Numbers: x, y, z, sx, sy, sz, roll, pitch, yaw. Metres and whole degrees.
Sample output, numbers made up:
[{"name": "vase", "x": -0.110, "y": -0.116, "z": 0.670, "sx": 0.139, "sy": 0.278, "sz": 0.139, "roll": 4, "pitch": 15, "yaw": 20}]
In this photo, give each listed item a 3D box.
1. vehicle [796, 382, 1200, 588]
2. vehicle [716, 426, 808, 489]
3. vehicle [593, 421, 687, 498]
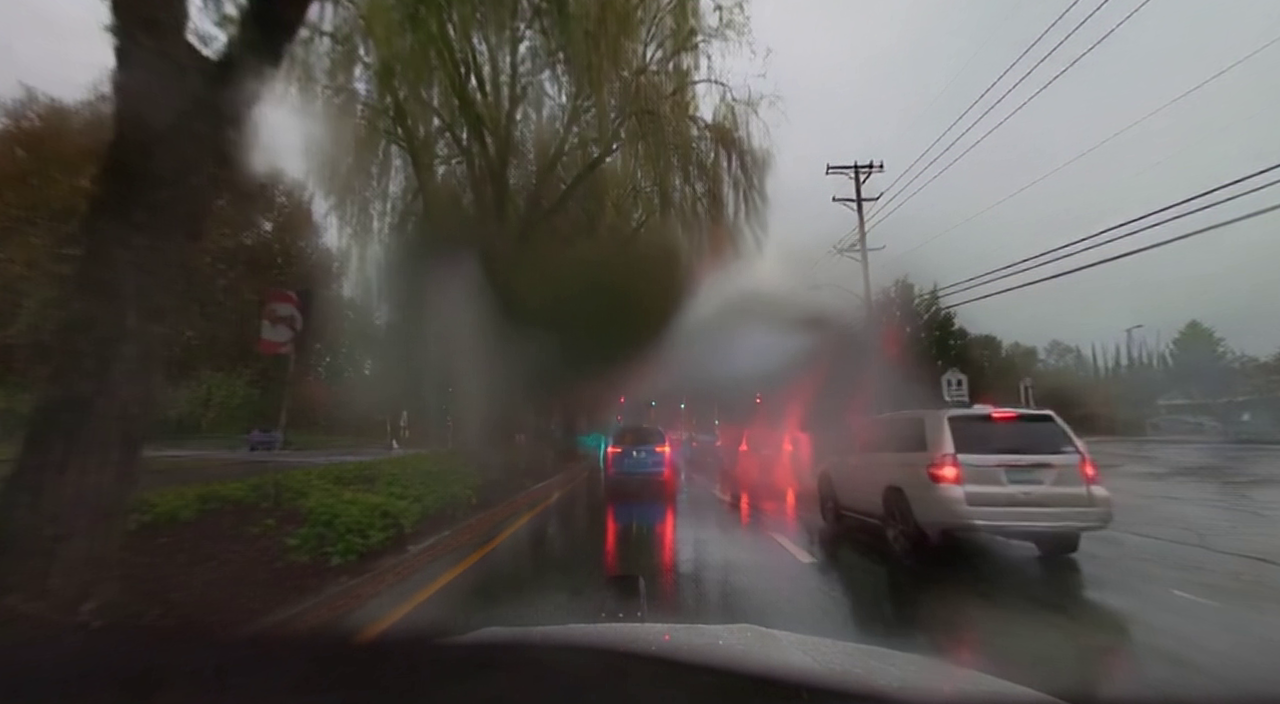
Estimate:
[{"name": "vehicle", "x": 3.864, "y": 1.549, "z": 8.242, "sx": 2.254, "sy": 1.840, "sz": 4.918, "roll": 0, "pitch": -8, "yaw": -1}, {"name": "vehicle", "x": 3.500, "y": 3.102, "z": 18.793, "sx": 1.923, "sy": 1.653, "sz": 3.703, "roll": 0, "pitch": -8, "yaw": -1}, {"name": "vehicle", "x": -0.029, "y": 2.762, "z": 16.607, "sx": 2.163, "sy": 1.746, "sz": 4.073, "roll": 0, "pitch": -8, "yaw": -1}]
